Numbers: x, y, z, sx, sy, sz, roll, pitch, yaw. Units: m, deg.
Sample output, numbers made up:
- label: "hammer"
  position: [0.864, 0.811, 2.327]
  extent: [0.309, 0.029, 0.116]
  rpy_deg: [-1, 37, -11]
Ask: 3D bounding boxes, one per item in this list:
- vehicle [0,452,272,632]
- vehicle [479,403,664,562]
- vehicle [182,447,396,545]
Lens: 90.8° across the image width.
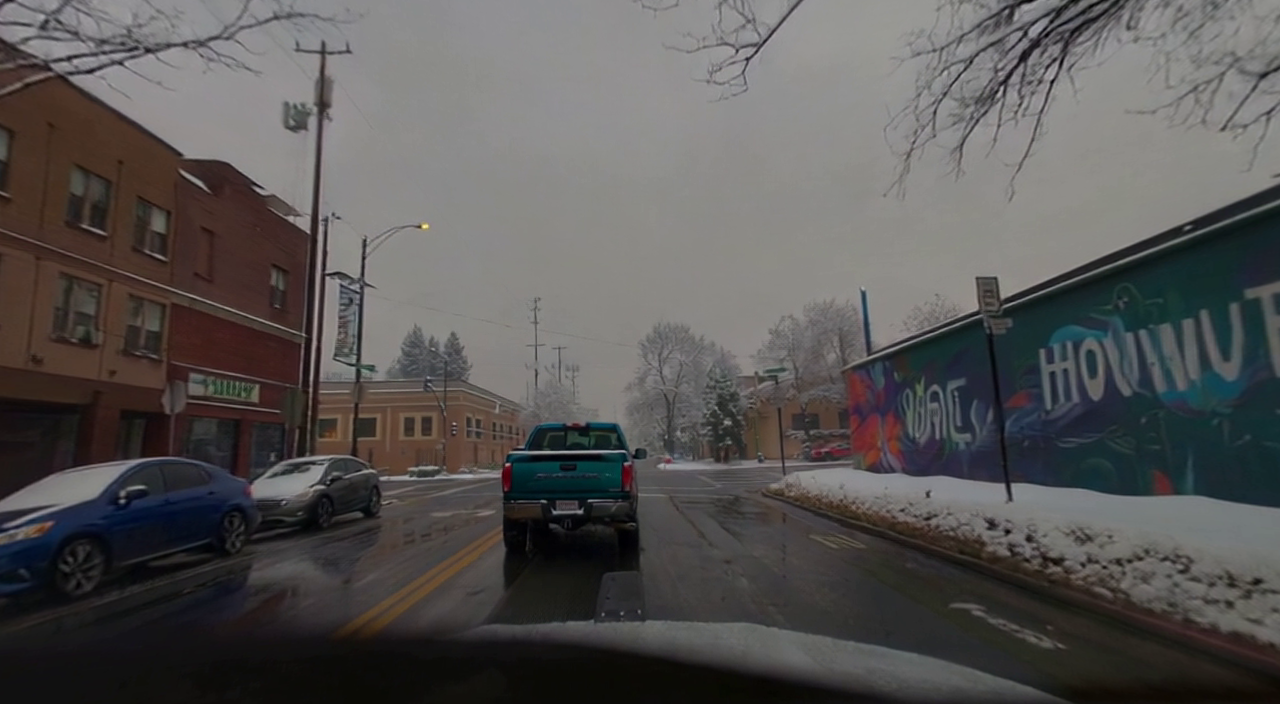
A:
- label: "vehicle"
  position: [-7.170, 2.228, 8.480]
  extent: [1.882, 1.686, 4.489]
  rpy_deg: [0, -8, -2]
- label: "vehicle"
  position: [-0.802, 1.902, 9.957]
  extent: [2.215, 1.882, 4.611]
  rpy_deg: [0, -8, 0]
- label: "vehicle"
  position: [-7.422, 3.021, 14.147]
  extent: [1.884, 1.730, 5.076]
  rpy_deg: [0, -8, 0]
